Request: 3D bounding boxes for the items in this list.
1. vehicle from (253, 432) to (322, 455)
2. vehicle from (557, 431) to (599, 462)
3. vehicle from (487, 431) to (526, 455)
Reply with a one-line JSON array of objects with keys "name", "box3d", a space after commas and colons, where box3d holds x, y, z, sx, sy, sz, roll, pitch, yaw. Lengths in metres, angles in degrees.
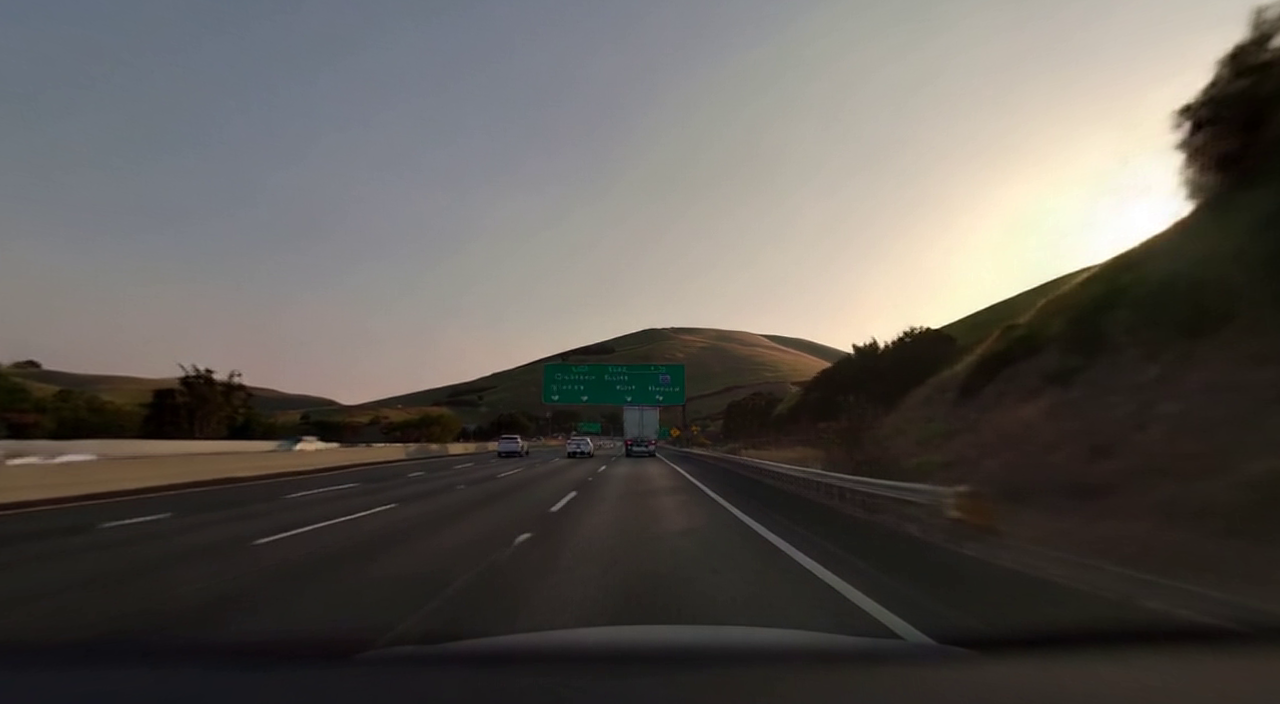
[{"name": "vehicle", "box3d": [-24.974, 6.536, 44.832, 2.242, 1.542, 4.585, 0, -8, 1]}, {"name": "vehicle", "box3d": [-3.669, 5.703, 38.099, 2.053, 1.746, 4.508, 0, -8, 1]}, {"name": "vehicle", "box3d": [-10.243, 7.026, 48.814, 1.958, 1.758, 4.684, 0, -8, 1]}]
